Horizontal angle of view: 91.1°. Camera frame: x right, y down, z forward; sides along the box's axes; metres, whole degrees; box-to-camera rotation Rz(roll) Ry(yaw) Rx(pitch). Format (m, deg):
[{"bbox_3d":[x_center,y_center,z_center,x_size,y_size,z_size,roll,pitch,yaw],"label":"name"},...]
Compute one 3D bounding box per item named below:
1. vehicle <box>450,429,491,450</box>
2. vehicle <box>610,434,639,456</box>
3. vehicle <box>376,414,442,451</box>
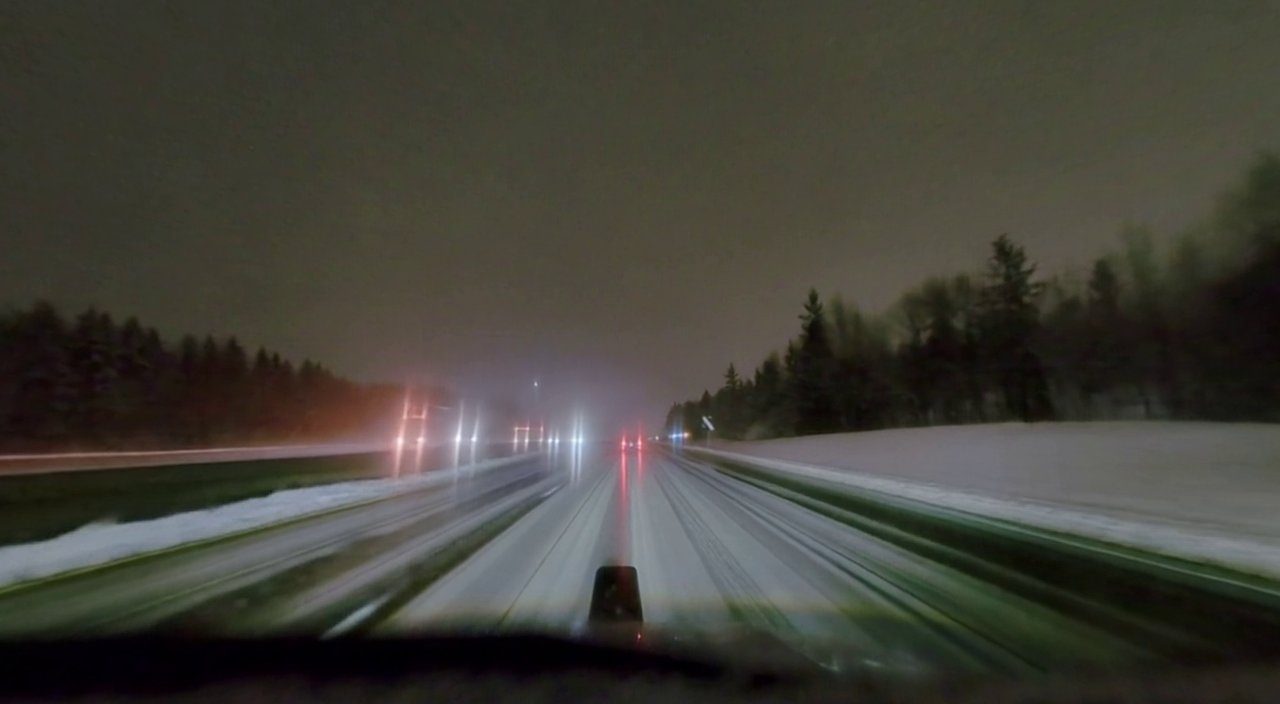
[{"bbox_3d":[-13.175,6.855,49.275,1.927,1.559,4.766,0,-8,-1],"label":"vehicle"},{"bbox_3d":[-1.162,6.817,46.367,2.025,1.519,3.924,0,-8,-2],"label":"vehicle"},{"bbox_3d":[-17.566,6.211,48.334,2.504,2.564,6.827,0,-8,-1],"label":"vehicle"}]
